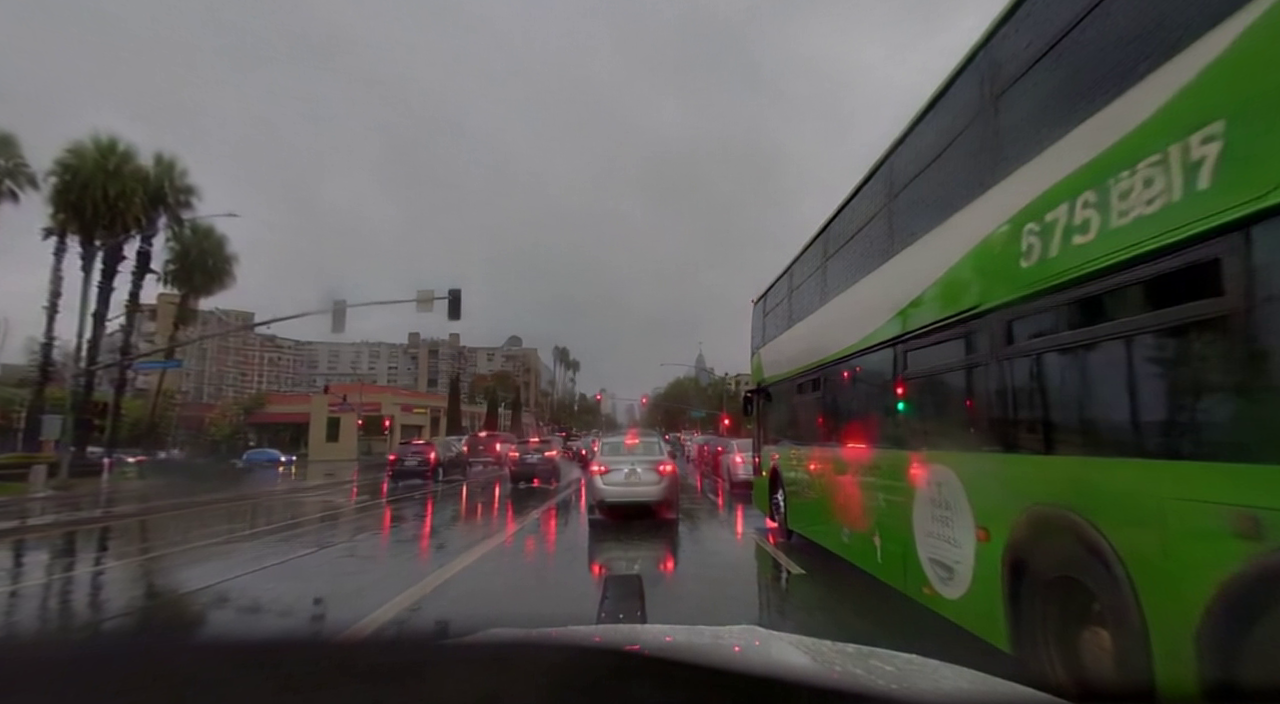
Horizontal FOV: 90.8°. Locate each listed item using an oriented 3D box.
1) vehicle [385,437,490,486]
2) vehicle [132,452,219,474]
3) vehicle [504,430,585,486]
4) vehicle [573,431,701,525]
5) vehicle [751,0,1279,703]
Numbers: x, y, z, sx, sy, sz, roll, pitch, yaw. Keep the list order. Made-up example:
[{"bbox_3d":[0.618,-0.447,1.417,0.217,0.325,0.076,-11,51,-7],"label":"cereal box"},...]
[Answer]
[{"bbox_3d":[-6.843,3.758,21.967,1.927,1.480,4.832,0,-9,2],"label":"vehicle"},{"bbox_3d":[-33.340,7.958,45.428,4.653,1.472,1.870,1,-9,-6],"label":"vehicle"},{"bbox_3d":[-3.191,3.660,22.069,2.020,1.721,4.366,-1,-9,2],"label":"vehicle"},{"bbox_3d":[-0.041,2.322,12.158,2.060,1.499,3.831,0,-9,0],"label":"vehicle"},{"bbox_3d":[3.555,0.040,4.946,2.970,4.015,13.606,0,-9,0],"label":"vehicle"}]
